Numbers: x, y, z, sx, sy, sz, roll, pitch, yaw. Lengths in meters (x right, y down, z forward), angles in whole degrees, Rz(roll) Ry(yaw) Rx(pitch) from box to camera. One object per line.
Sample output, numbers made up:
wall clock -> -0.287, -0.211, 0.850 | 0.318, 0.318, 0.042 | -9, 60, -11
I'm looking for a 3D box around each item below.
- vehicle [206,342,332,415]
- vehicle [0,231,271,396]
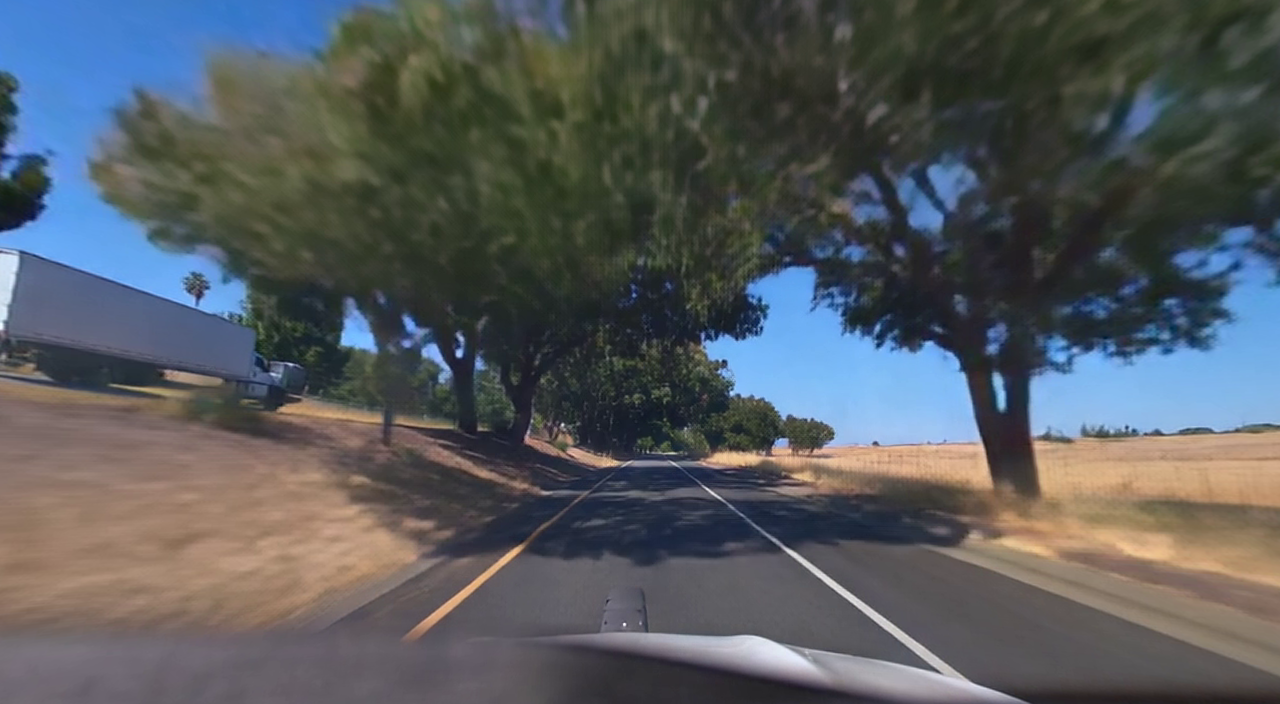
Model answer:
vehicle -> -24.070, 1.878, 41.640 | 3.022, 4.324, 8.607 | -1, -4, 1
vehicle -> -25.266, -0.962, 31.138 | 3.314, 4.163, 16.558 | -1, -11, 3
